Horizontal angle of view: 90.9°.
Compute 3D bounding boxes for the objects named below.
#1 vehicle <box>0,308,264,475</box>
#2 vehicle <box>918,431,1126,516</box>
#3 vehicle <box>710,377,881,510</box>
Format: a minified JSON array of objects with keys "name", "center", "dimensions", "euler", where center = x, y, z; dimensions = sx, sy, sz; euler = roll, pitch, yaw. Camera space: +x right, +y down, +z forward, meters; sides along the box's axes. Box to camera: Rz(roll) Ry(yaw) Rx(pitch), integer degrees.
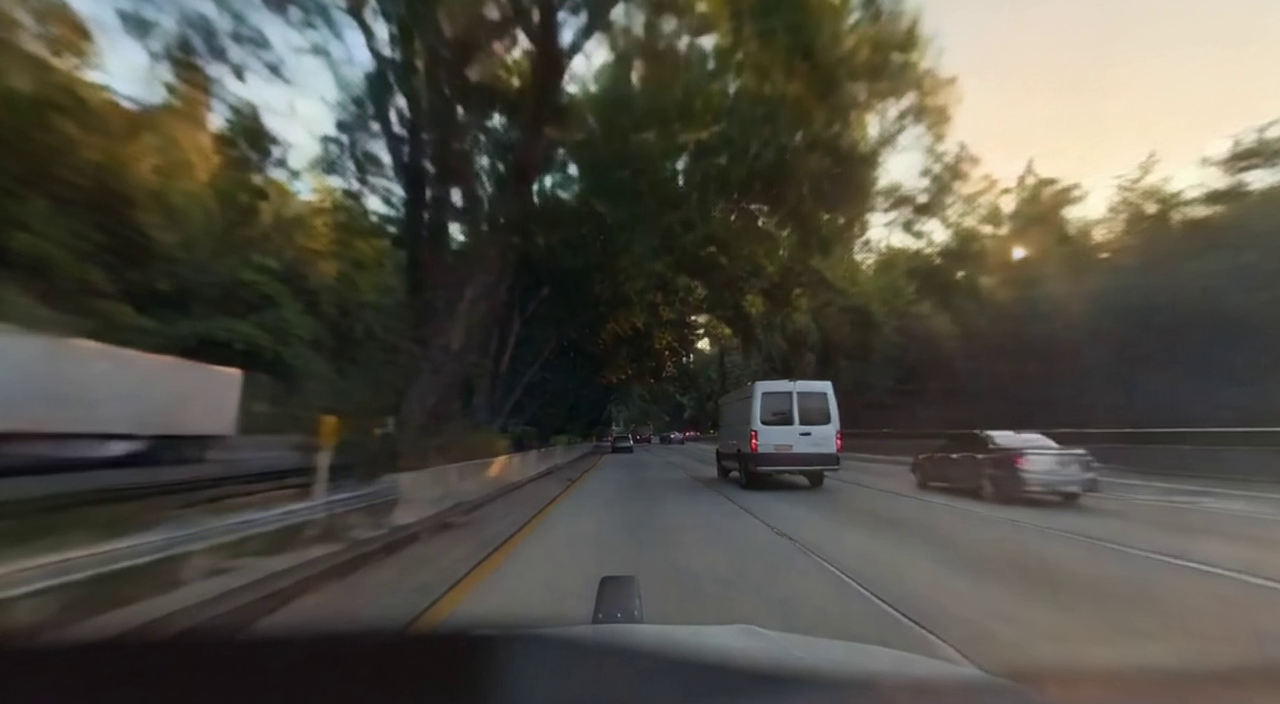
[{"name":"vehicle","center":[-16.879,1.533,19.432],"dimensions":[2.840,3.981,12.912],"euler":[0,-8,-1]},{"name":"vehicle","center":[7.558,2.387,13.012],"dimensions":[1.821,1.468,3.805],"euler":[0,-8,-1]},{"name":"vehicle","center":[3.268,2.093,14.783],"dimensions":[2.436,2.521,5.409],"euler":[0,-8,-2]}]
